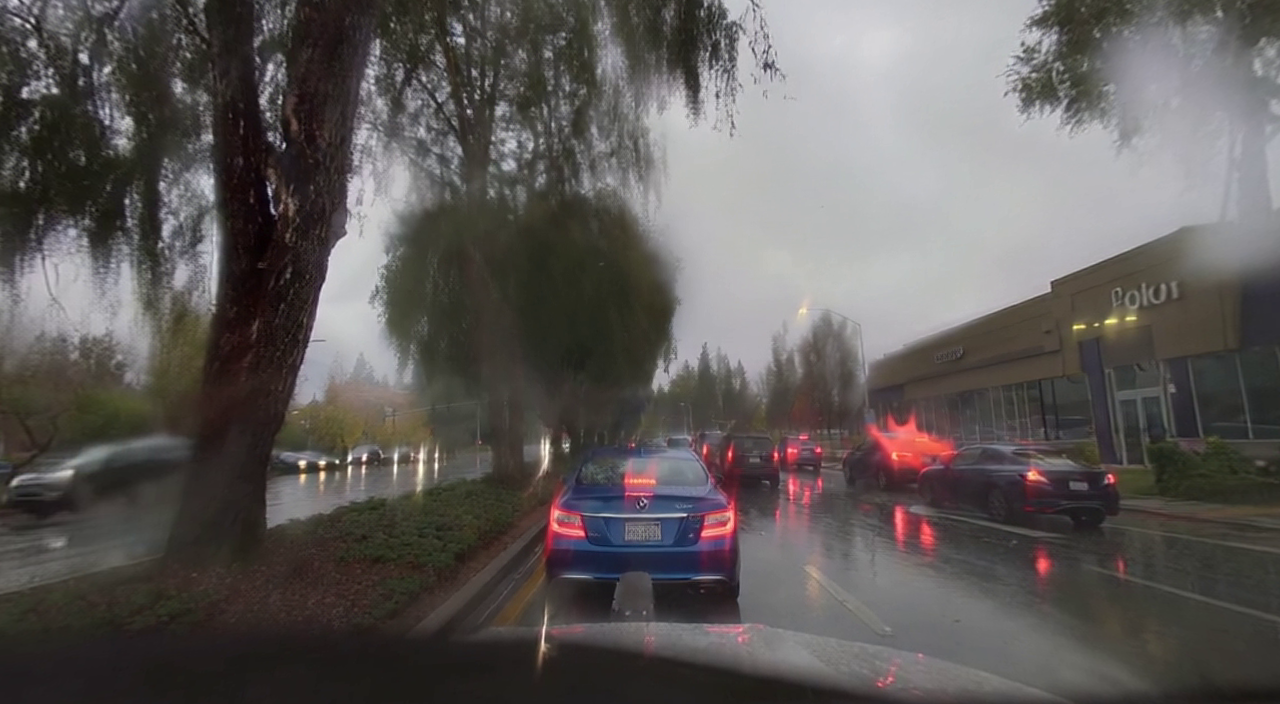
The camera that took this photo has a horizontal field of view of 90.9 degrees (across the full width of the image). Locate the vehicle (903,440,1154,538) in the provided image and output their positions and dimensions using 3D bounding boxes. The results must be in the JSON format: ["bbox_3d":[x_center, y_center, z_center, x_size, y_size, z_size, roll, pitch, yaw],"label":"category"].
[{"bbox_3d":[6.845,2.408,11.842,1.911,1.468,4.417,0,-8,0],"label":"vehicle"}]

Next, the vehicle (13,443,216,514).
[{"bbox_3d":[-14.741,3.510,18.128,2.163,1.743,4.428,0,-8,-4],"label":"vehicle"}]

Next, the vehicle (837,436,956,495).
[{"bbox_3d":[7.944,3.524,20.045,1.963,1.637,4.527,0,-8,1],"label":"vehicle"}]

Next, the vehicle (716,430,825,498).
[{"bbox_3d":[3.631,3.203,18.470,2.114,1.736,4.553,0,-8,-1],"label":"vehicle"}]

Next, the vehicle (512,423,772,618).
[{"bbox_3d":[-0.014,1.611,7.058,1.977,1.465,4.376,0,-8,-1],"label":"vehicle"}]
